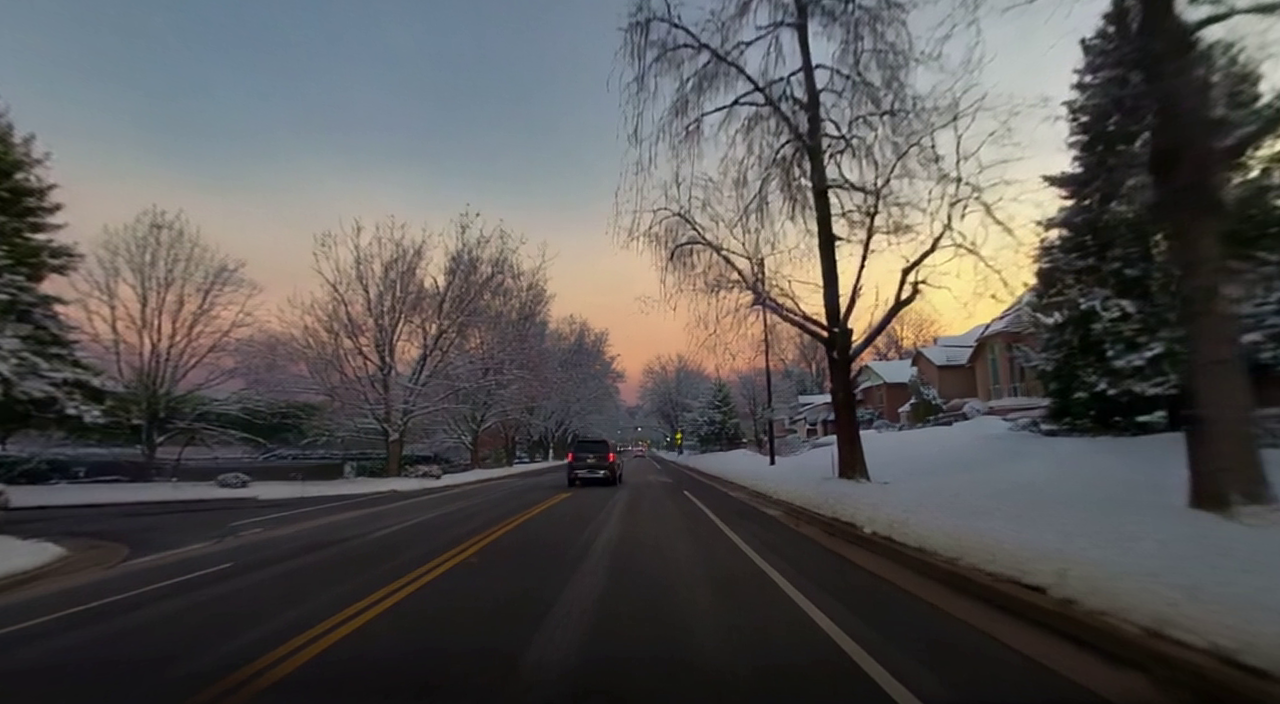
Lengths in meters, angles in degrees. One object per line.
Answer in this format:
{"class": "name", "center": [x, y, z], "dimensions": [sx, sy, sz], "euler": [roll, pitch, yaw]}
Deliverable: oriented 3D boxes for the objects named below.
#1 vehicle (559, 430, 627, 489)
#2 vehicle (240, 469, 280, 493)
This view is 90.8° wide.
{"class": "vehicle", "center": [-1.702, 4.127, 24.614], "dimensions": [2.210, 2.023, 4.663], "euler": [0, -8, 1]}
{"class": "vehicle", "center": [-30.003, 10.160, 49.974], "dimensions": [1.926, 1.552, 4.355], "euler": [3, -9, -21]}
